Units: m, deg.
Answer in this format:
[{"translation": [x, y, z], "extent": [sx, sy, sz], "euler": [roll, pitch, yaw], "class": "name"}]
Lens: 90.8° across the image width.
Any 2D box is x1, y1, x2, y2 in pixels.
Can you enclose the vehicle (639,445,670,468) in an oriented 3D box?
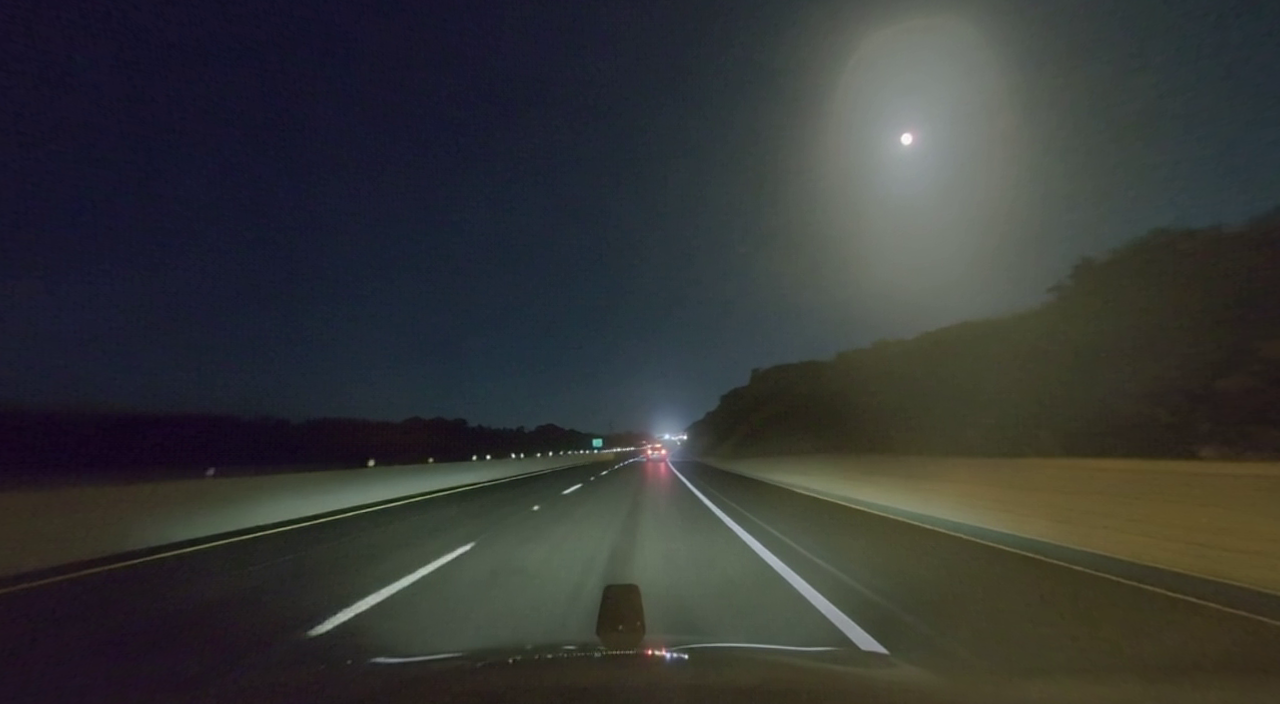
[{"translation": [1.133, 7.844, 47.367], "extent": [2.221, 1.603, 4.149], "euler": [0, -9, 2], "class": "vehicle"}]
